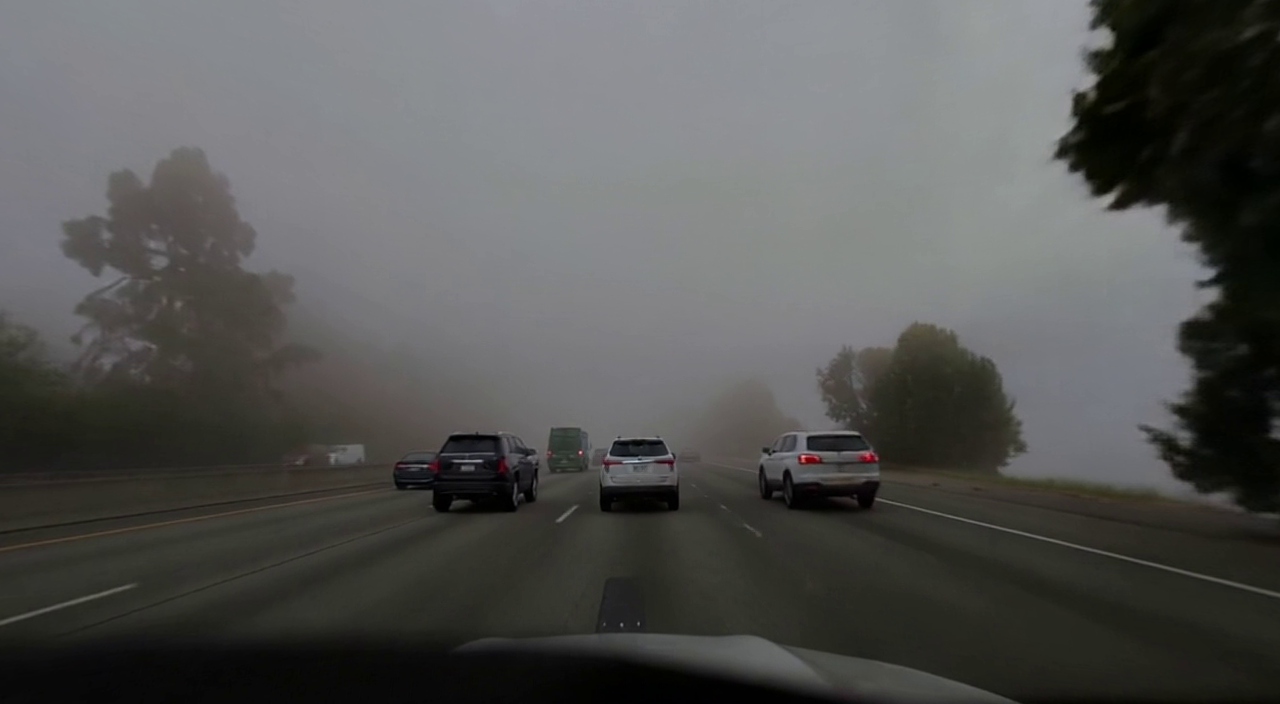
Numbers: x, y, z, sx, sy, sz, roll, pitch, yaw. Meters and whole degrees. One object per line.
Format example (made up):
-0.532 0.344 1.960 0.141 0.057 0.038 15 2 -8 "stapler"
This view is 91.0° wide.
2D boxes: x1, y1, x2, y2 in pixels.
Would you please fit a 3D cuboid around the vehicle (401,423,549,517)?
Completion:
-3.502 2.602 14.350 2.142 1.808 4.266 0 -9 1 "vehicle"

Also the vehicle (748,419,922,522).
3.949 2.521 13.972 2.175 1.830 5.173 0 -9 0 "vehicle"

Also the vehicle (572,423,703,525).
-0.021 2.387 12.836 2.223 1.722 4.177 0 -9 1 "vehicle"

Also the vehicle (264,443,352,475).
-20.450 6.606 39.201 2.202 1.868 5.948 0 -9 1 "vehicle"
